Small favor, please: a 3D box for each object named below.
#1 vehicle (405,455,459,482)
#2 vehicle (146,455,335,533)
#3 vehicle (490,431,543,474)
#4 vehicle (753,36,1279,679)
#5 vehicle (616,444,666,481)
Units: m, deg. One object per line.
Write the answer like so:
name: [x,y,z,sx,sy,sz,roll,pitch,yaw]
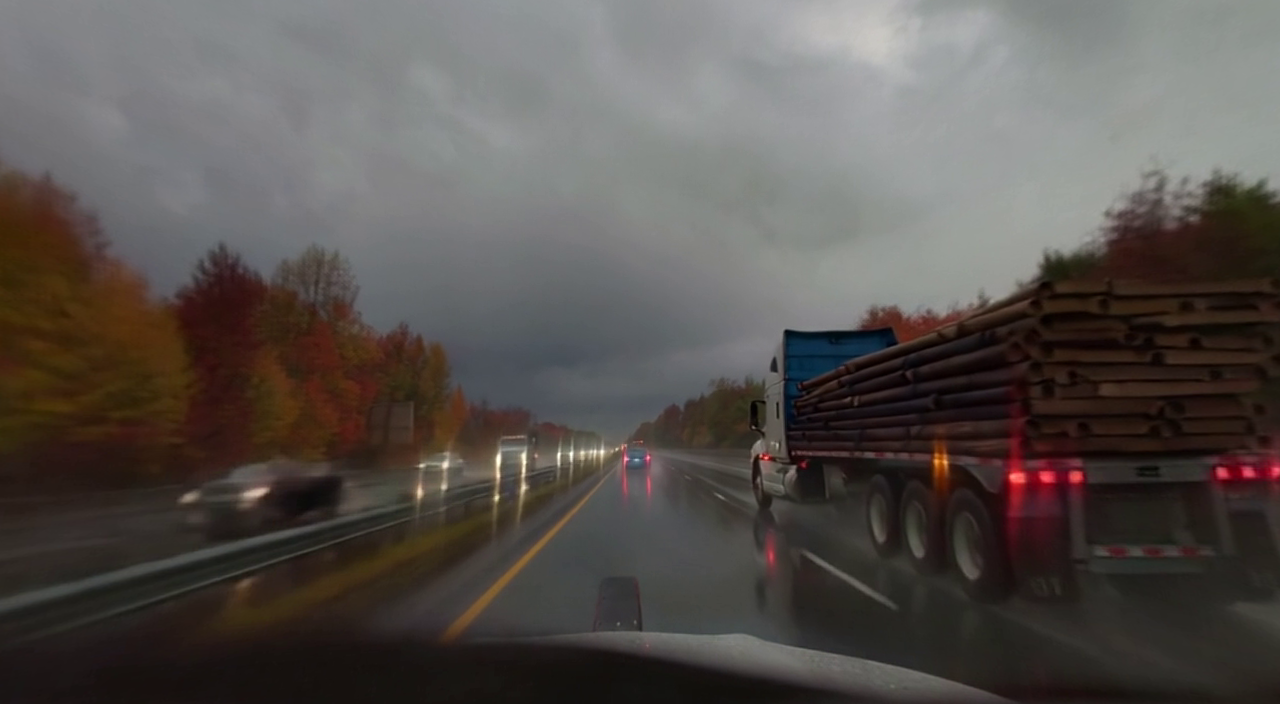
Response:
vehicle: [-12.986,7.286,39.438,1.935,1.530,4.142,-1,-9,0]
vehicle: [-9.385,3.321,15.215,1.873,1.549,4.104,-1,-9,0]
vehicle: [-8.542,7.041,44.013,2.451,2.748,6.073,-1,-9,0]
vehicle: [4.168,0.682,9.051,2.996,3.942,10.600,0,-9,0]
vehicle: [0.006,4.975,28.491,2.099,1.506,4.097,0,-9,-1]
